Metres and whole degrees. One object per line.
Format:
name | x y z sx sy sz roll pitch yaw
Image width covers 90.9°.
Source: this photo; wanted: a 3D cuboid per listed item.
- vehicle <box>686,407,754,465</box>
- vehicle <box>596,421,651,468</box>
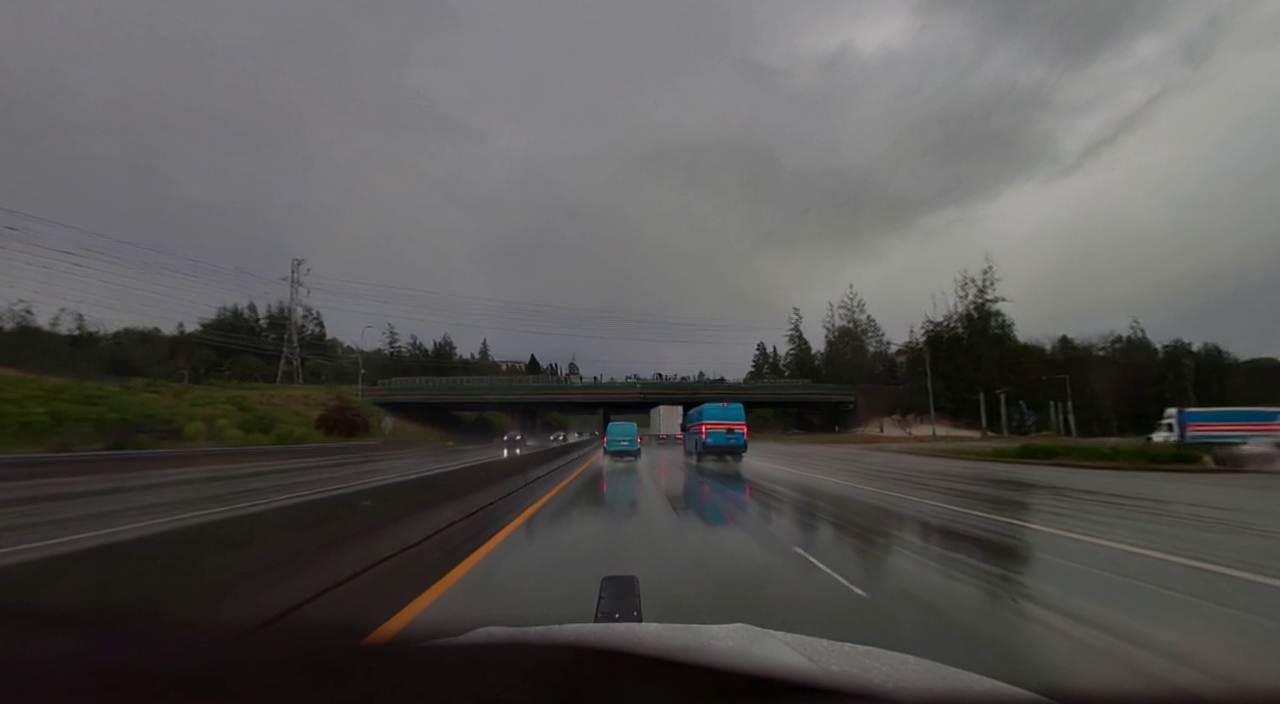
vehicle | 3.725 4.067 30.480 2.387 2.506 5.374 0 -8 -2
vehicle | -0.674 3.750 25.692 2.073 1.750 4.116 0 -8 -2
